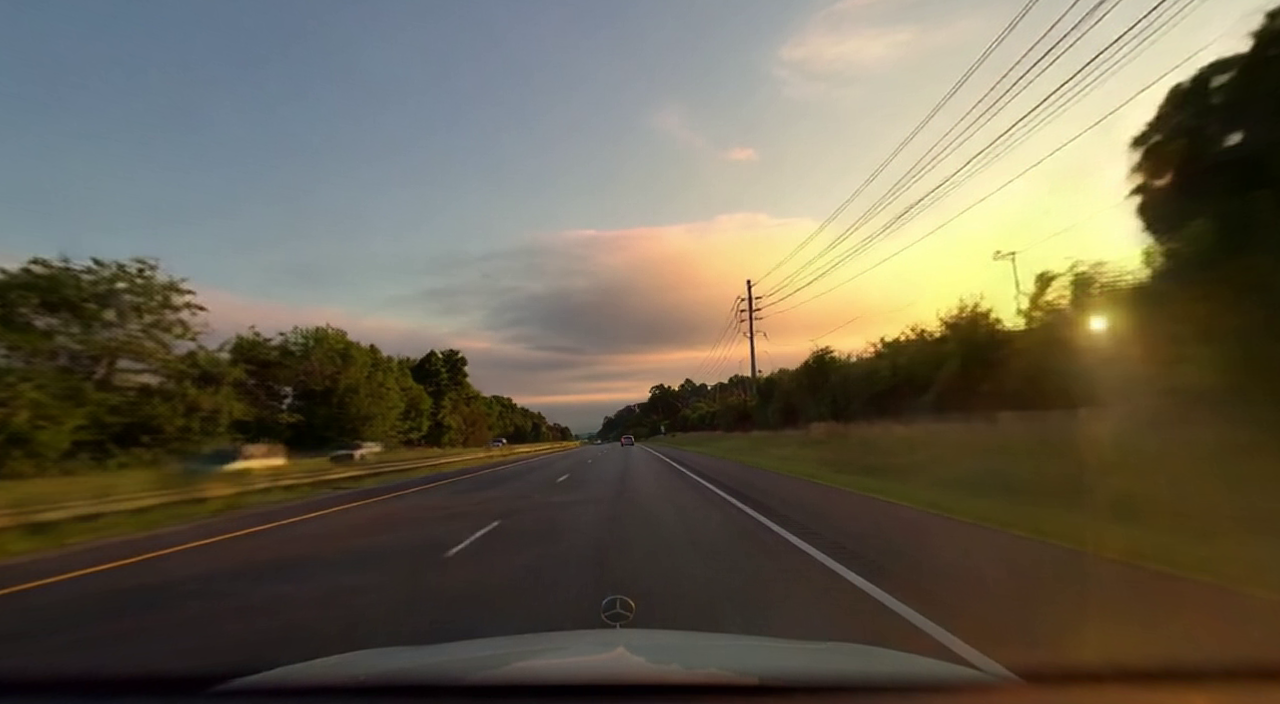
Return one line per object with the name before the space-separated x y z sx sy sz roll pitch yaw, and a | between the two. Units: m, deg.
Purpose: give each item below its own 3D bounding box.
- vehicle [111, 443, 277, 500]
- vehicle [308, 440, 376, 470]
vehicle | -12.953 3.444 18.691 1.817 1.451 4.292 0 -8 -1
vehicle | -17.456 6.015 37.140 1.962 1.590 4.258 -1 -8 -1
